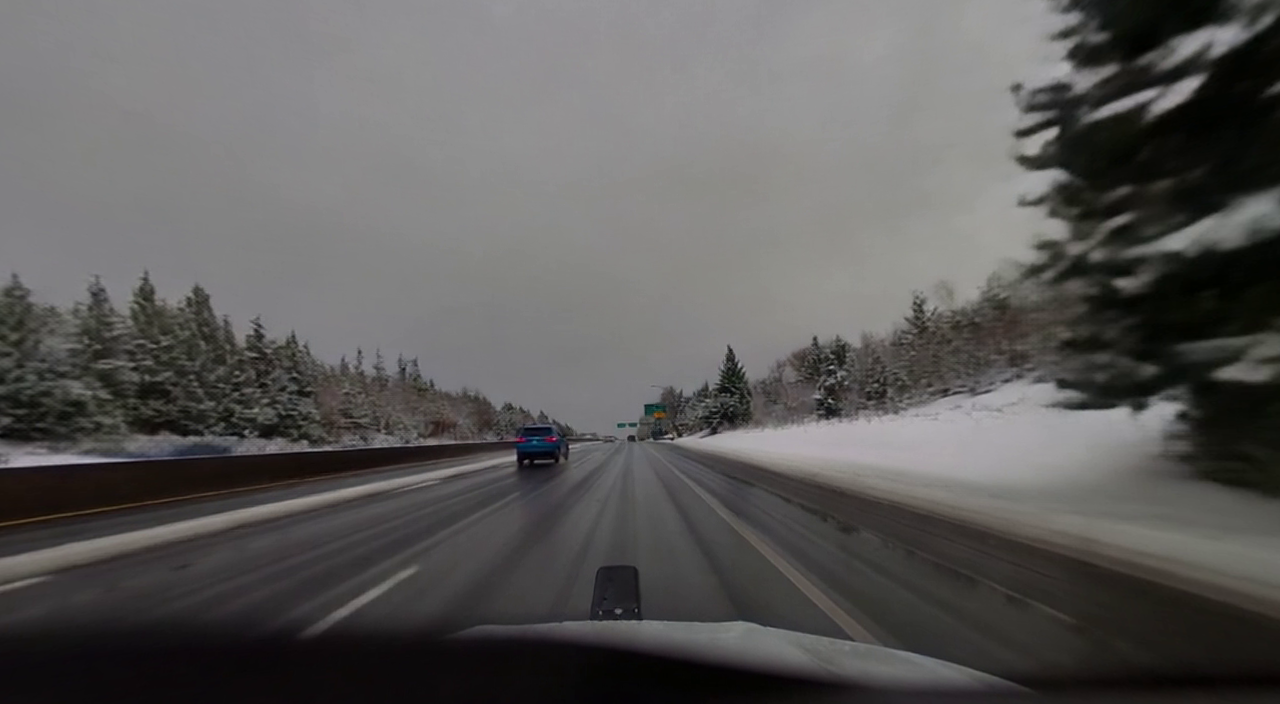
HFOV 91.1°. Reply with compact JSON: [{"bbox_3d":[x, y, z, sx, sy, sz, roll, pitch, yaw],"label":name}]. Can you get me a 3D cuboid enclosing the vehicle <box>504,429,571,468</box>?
[{"bbox_3d":[-4.232,4.036,26.684,2.063,1.496,4.225,0,-7,1],"label":"vehicle"}]
